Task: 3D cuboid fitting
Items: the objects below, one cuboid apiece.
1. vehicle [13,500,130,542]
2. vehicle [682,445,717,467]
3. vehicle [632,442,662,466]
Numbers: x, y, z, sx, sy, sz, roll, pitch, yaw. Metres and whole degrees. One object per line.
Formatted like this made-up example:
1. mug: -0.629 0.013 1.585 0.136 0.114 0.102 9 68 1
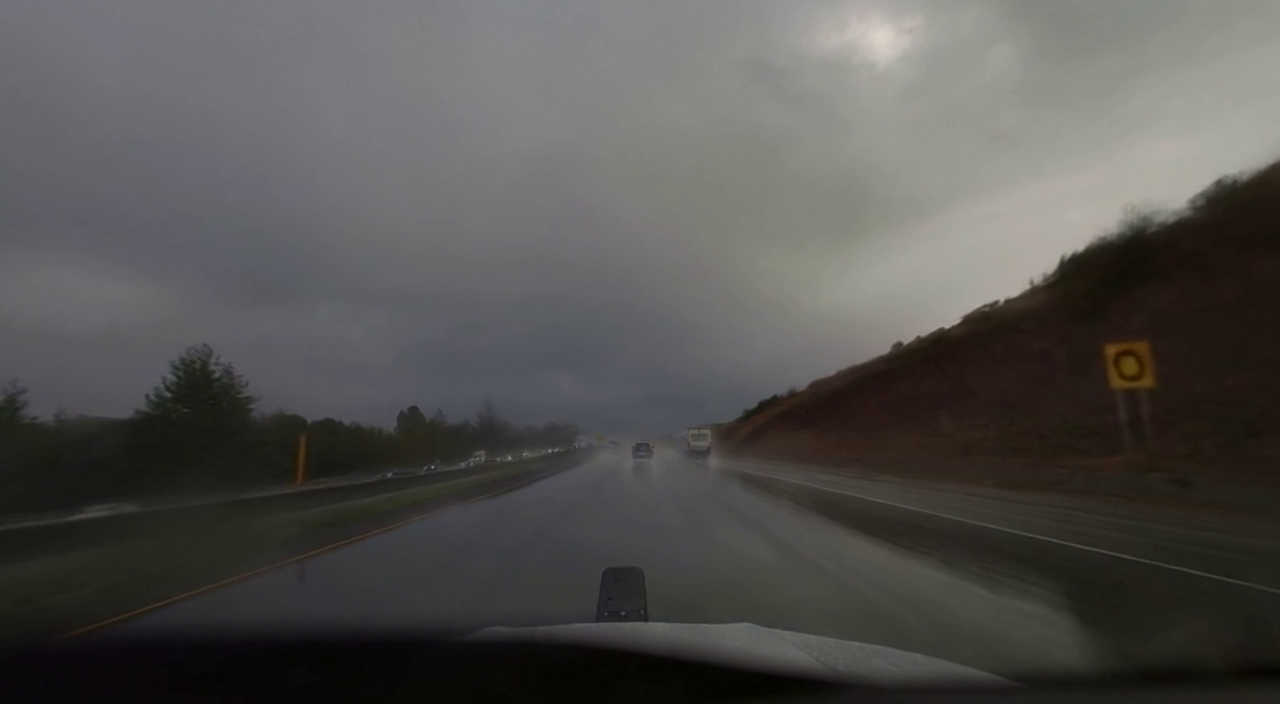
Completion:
1. vehicle: -31.582 9.398 35.281 1.982 1.708 4.819 0 -8 1
2. vehicle: 3.861 6.809 41.386 1.976 1.352 3.602 0 -8 0
3. vehicle: 0.466 7.208 44.912 1.986 1.576 4.312 0 -8 0
